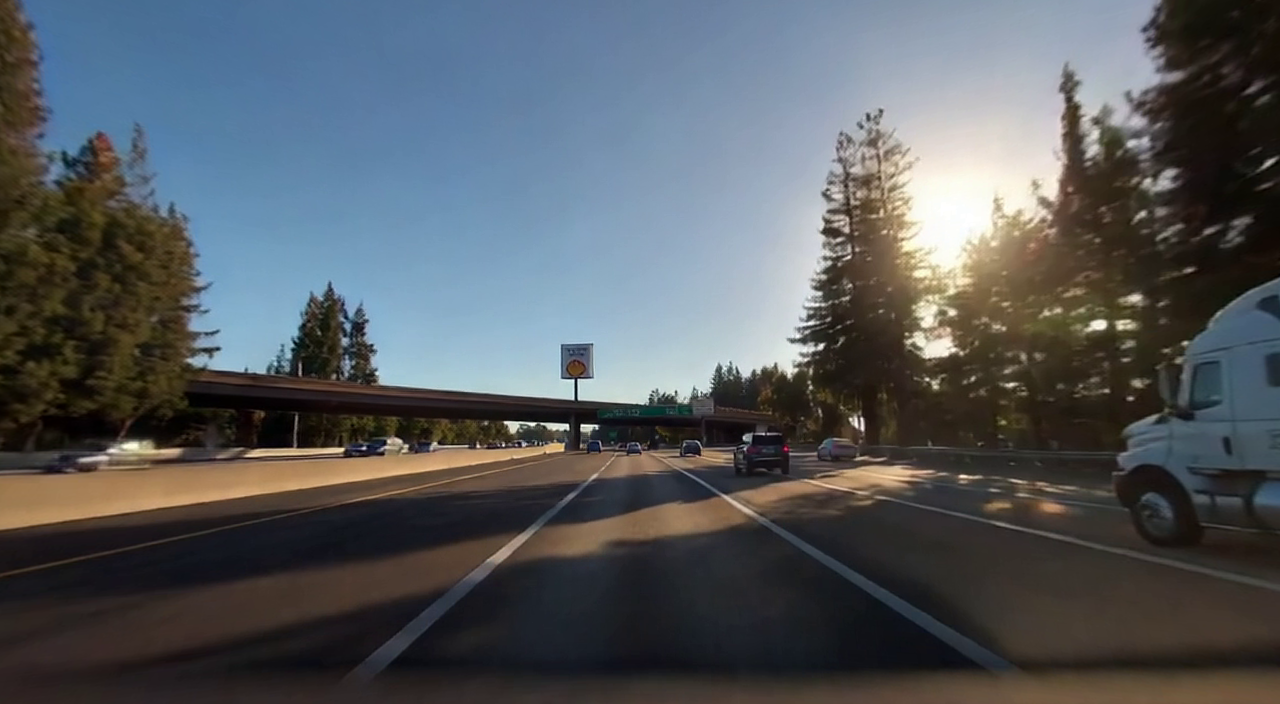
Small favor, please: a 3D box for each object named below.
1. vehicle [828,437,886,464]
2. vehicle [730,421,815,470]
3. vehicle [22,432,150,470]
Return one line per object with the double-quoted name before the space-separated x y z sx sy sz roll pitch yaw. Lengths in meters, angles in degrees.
"vehicle" 13.920 6.357 40.651 2.072 1.611 4.387 0 -8 -2
"vehicle" 6.939 5.098 34.284 2.779 2.339 8.073 0 -8 -1
"vehicle" -28.227 5.070 32.344 2.083 1.783 4.919 0 -8 0
